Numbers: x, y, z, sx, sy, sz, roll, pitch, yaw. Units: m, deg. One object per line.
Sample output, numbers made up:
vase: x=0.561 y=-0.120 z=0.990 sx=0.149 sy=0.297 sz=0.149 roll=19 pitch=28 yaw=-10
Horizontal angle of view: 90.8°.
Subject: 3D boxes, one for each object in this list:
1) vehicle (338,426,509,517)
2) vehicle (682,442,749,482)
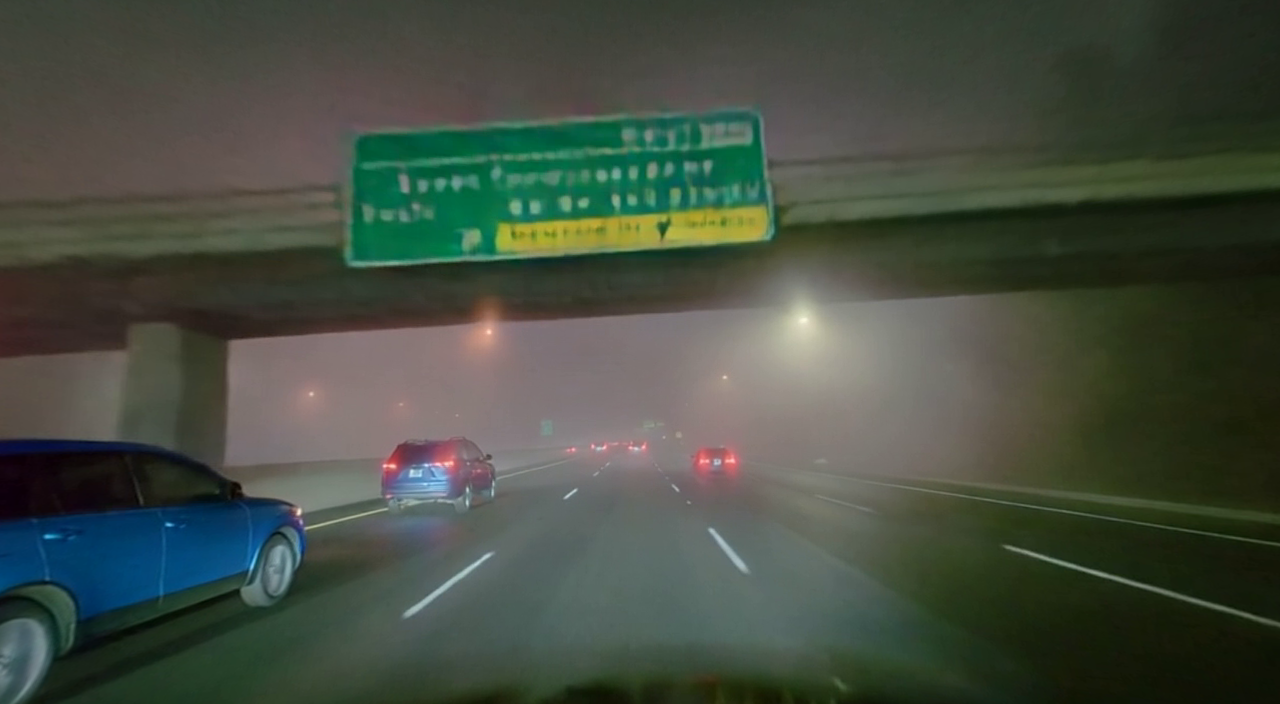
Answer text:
vehicle: x=-4.401 y=2.495 z=13.666 sx=2.193 sy=1.641 sz=4.077 roll=0 pitch=-8 yaw=0
vehicle: x=2.897 y=4.324 z=25.192 sx=2.083 sy=1.453 sz=4.307 roll=0 pitch=-8 yaw=-1
